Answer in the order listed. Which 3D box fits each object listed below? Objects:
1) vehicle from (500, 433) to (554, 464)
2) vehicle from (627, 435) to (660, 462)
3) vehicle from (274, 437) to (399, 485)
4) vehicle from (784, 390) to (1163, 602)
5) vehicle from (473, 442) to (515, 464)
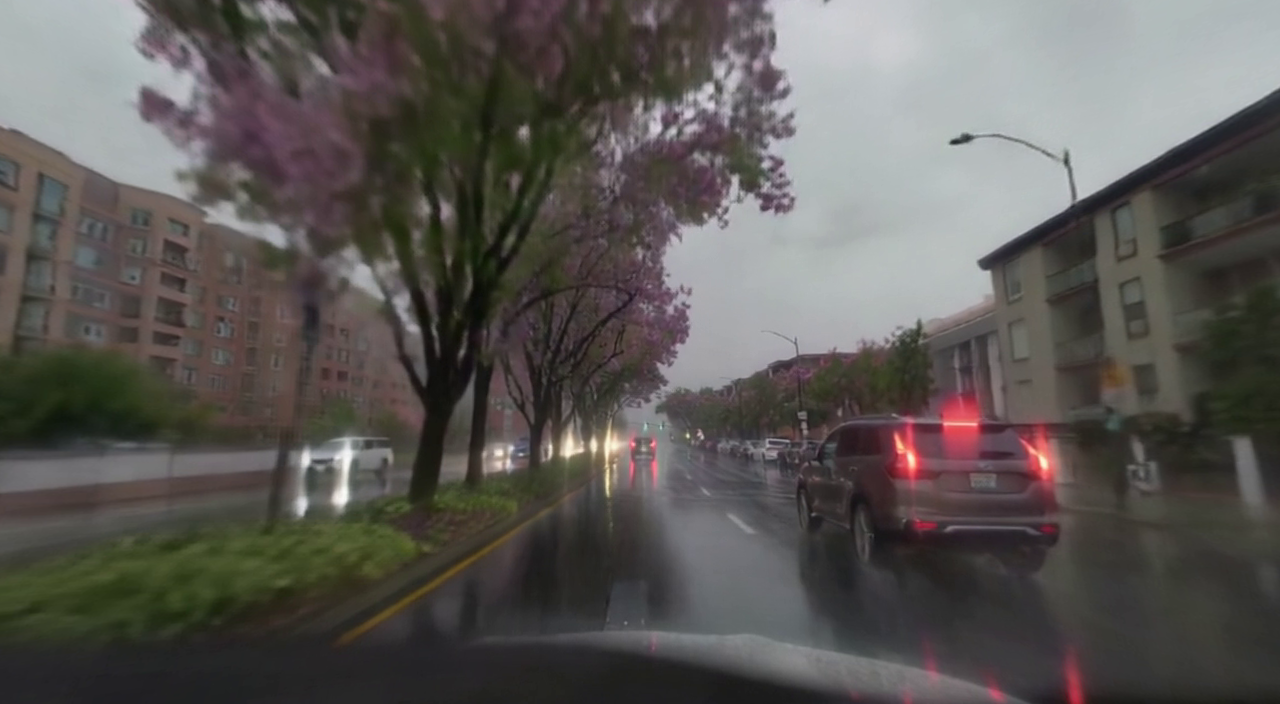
[{"bbox_3d":[-7.466,6.465,42.208,2.249,1.898,5.815,0,-8,3],"label":"vehicle"},{"bbox_3d":[0.297,6.974,45.533,2.244,1.813,4.129,0,-8,2],"label":"vehicle"},{"bbox_3d":[-11.845,4.286,25.152,2.191,1.684,5.428,0,-8,1],"label":"vehicle"},{"bbox_3d":[3.284,1.524,7.563,2.071,1.747,4.549,0,-8,1],"label":"vehicle"},{"bbox_3d":[-10.989,7.612,47.746,2.053,1.545,4.417,0,-8,1],"label":"vehicle"}]
